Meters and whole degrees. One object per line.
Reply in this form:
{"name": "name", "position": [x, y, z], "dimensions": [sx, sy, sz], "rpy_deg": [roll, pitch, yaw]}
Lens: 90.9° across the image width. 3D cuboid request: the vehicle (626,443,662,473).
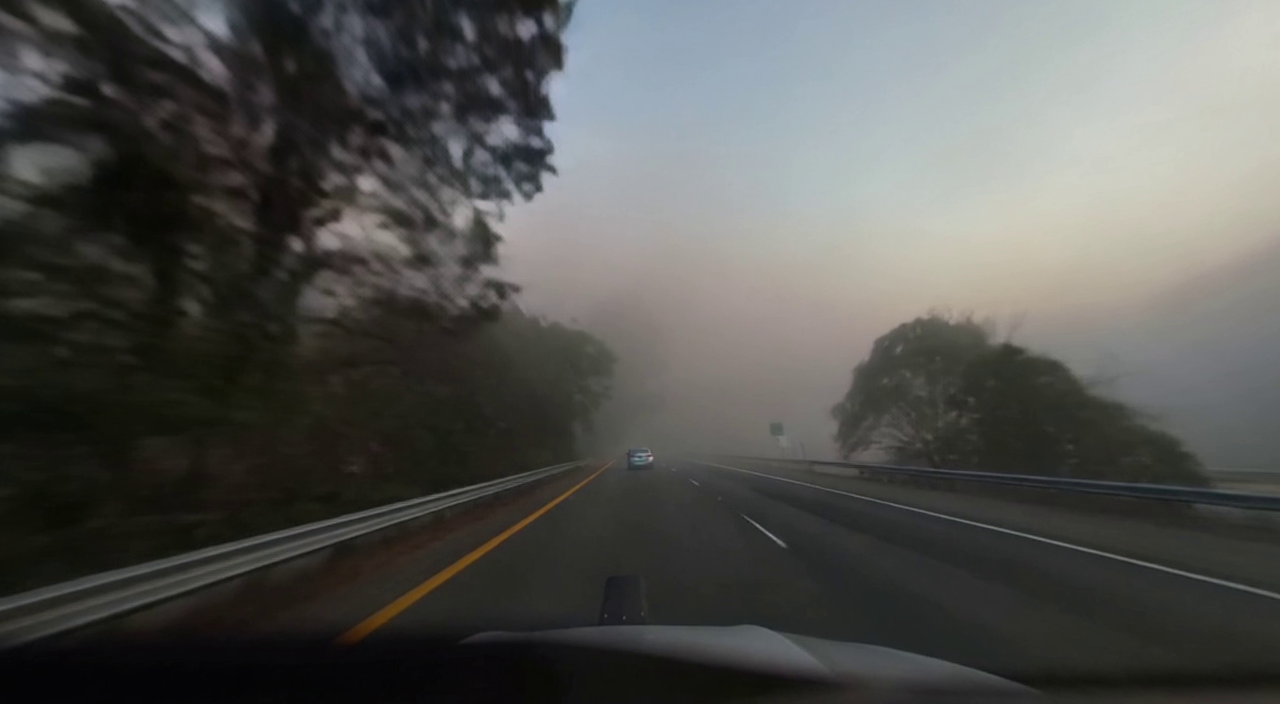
{"name": "vehicle", "position": [0.218, 6.201, 37.028], "dimensions": [1.987, 1.658, 3.620], "rpy_deg": [0, -9, 0]}
